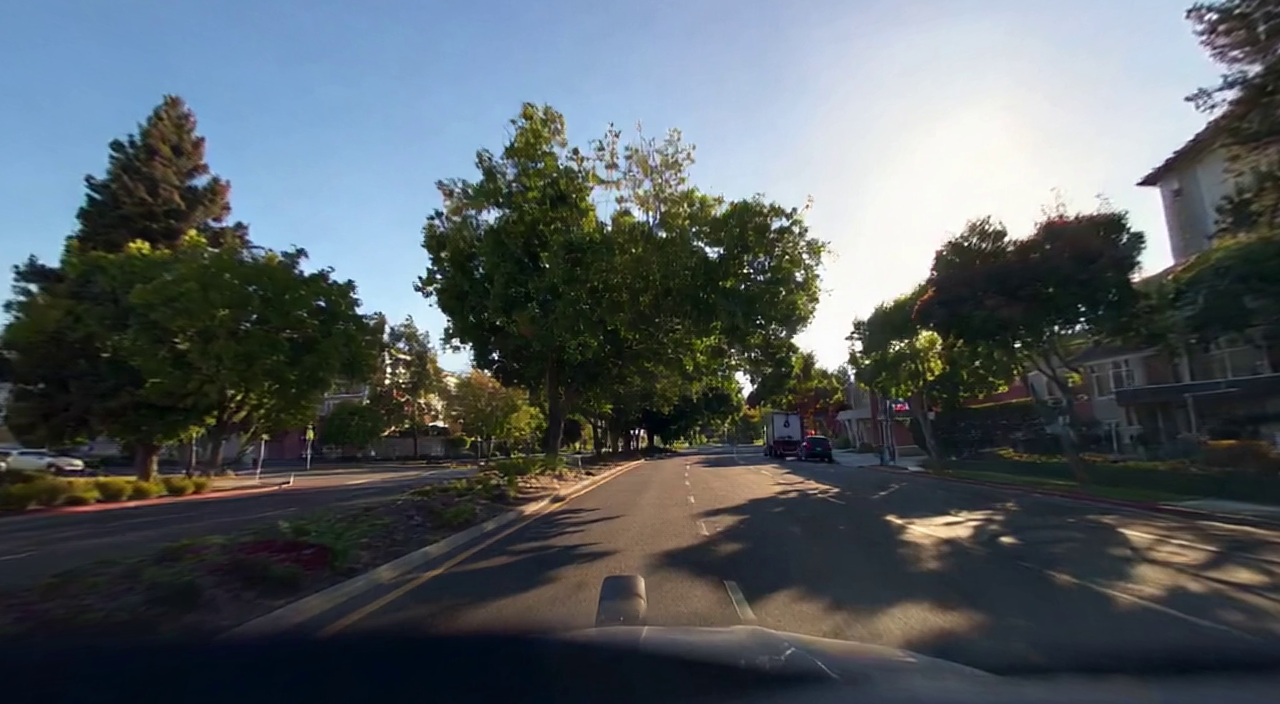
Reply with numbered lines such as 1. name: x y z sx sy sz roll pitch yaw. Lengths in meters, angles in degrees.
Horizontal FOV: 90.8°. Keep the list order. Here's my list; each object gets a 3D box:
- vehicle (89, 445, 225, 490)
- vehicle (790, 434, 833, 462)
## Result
1. vehicle: -18.819 4.538 24.929 1.891 1.510 4.266 -3 -10 2
2. vehicle: 12.789 7.199 47.543 2.200 1.944 5.935 -1 -8 6
